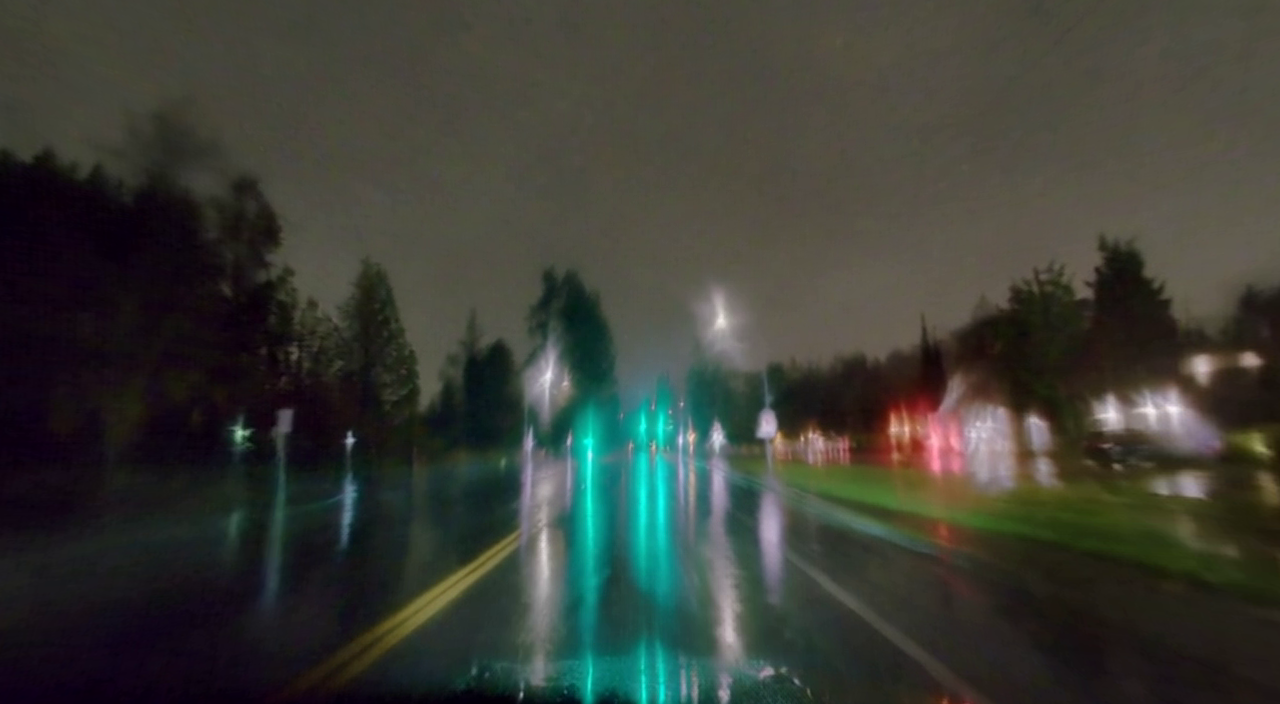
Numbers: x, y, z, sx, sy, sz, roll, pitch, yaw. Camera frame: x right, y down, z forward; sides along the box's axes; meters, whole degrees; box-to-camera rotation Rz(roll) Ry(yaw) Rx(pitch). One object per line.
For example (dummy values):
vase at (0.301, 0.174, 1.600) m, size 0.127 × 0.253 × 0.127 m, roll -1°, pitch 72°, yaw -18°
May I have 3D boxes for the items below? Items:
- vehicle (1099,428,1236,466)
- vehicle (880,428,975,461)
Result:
vehicle at (21.309, 3.843, 25.566) m, size 3.879 × 1.452 × 1.838 m, roll 0°, pitch -9°, yaw 0°
vehicle at (18.438, 5.966, 40.570) m, size 4.978 × 1.991 × 2.234 m, roll -1°, pitch -8°, yaw 3°
